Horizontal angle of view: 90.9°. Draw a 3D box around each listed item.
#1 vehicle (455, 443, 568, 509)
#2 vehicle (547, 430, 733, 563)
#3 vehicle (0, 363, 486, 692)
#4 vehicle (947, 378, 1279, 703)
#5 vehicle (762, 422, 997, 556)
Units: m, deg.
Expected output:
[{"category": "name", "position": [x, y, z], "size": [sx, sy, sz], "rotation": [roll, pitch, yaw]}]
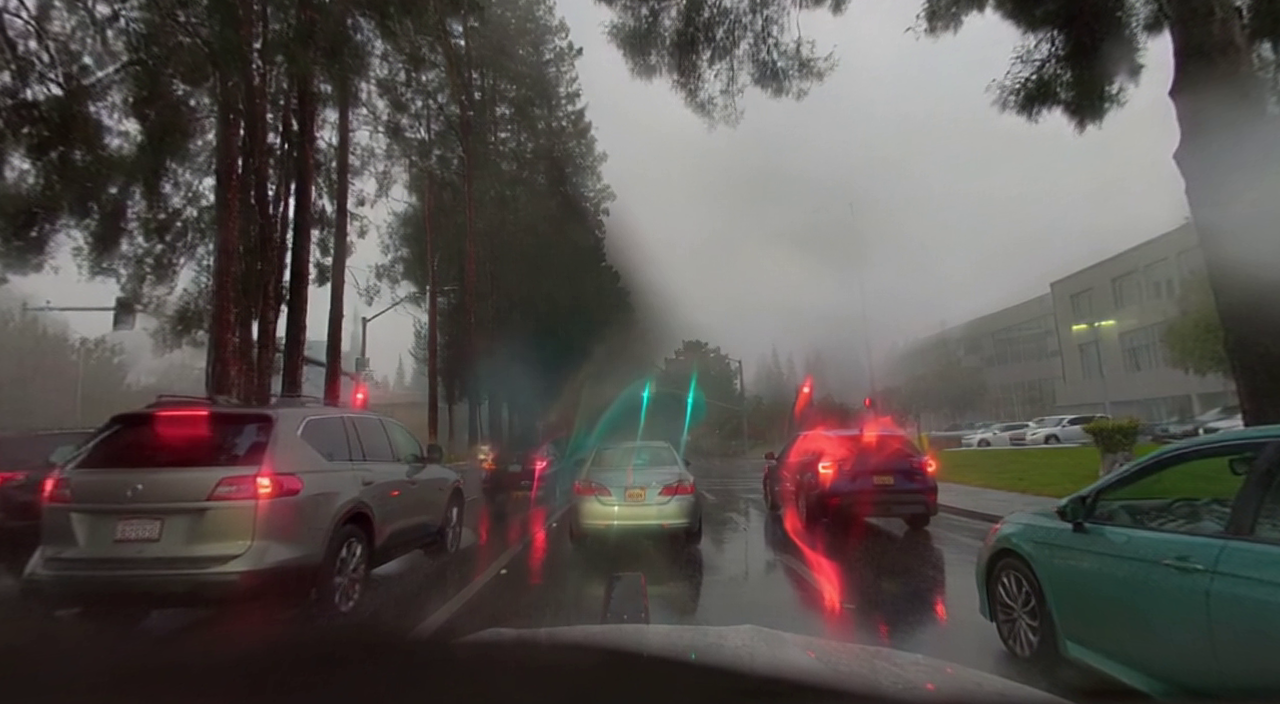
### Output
[{"category": "vehicle", "position": [-3.072, 3.053, 16.018], "size": [1.975, 1.420, 4.196], "rotation": [0, -9, 1]}, {"category": "vehicle", "position": [-0.018, 1.968, 9.317], "size": [2.147, 1.507, 3.953], "rotation": [0, -9, -1]}, {"category": "vehicle", "position": [-3.126, 1.281, 5.764], "size": [2.168, 1.750, 4.625], "rotation": [-1, -9, 1]}, {"category": "vehicle", "position": [3.320, 0.968, 2.825], "size": [1.899, 1.588, 3.888], "rotation": [0, -9, 0]}, {"category": "vehicle", "position": [3.420, 2.046, 10.121], "size": [2.040, 1.647, 4.379], "rotation": [0, -9, 0]}]
